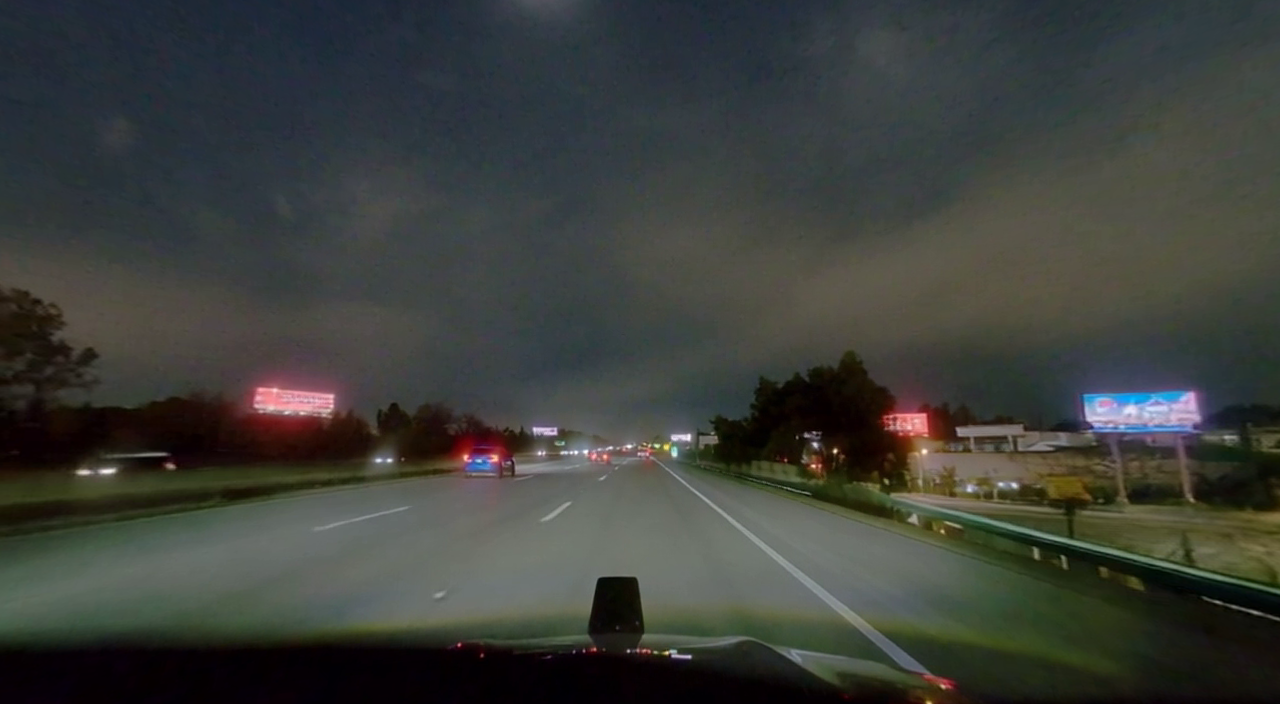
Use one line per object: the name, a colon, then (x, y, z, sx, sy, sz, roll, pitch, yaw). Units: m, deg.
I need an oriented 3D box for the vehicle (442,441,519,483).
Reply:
vehicle: (-6.881, 4.790, 27.768, 2.055, 1.683, 4.804, 0, -9, 1)

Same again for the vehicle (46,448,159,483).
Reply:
vehicle: (-28.602, 6.019, 33.738, 1.934, 1.691, 4.551, 0, -9, 1)
